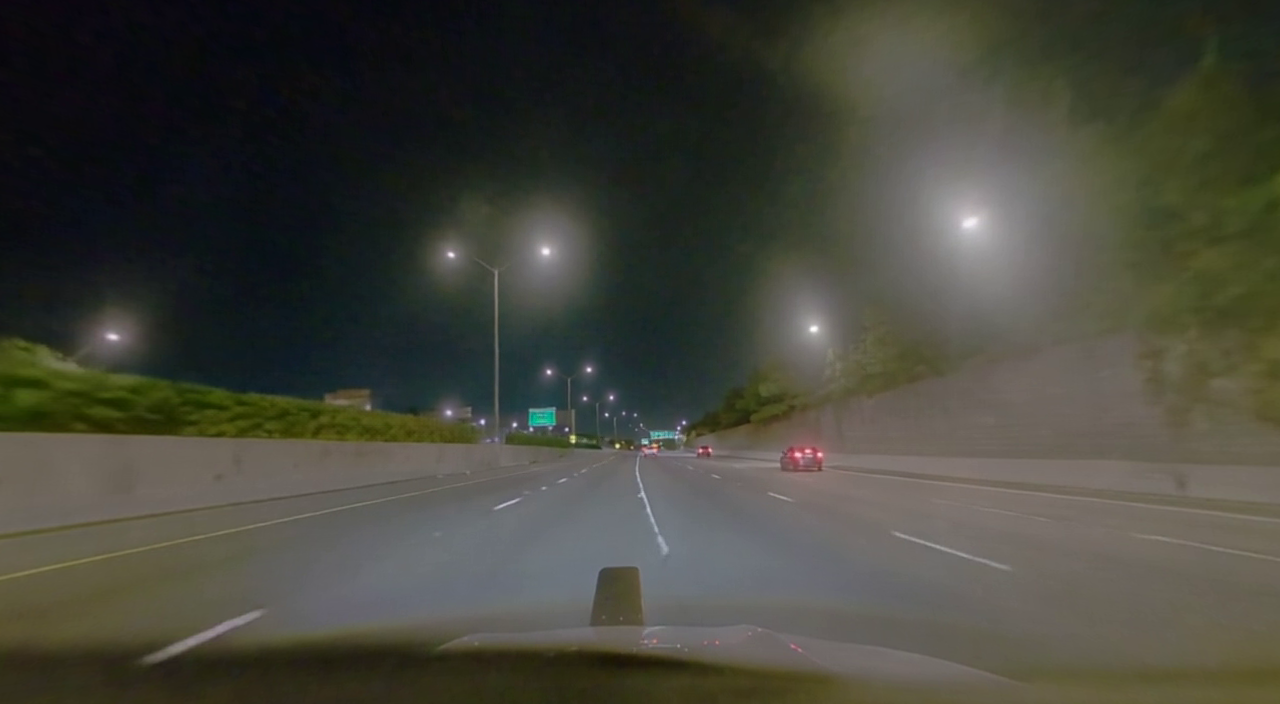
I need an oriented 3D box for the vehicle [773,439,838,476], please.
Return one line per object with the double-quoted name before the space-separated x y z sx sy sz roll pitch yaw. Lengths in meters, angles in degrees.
"vehicle" 8.603 5.537 33.217 2.167 1.781 4.340 0 -9 -1
